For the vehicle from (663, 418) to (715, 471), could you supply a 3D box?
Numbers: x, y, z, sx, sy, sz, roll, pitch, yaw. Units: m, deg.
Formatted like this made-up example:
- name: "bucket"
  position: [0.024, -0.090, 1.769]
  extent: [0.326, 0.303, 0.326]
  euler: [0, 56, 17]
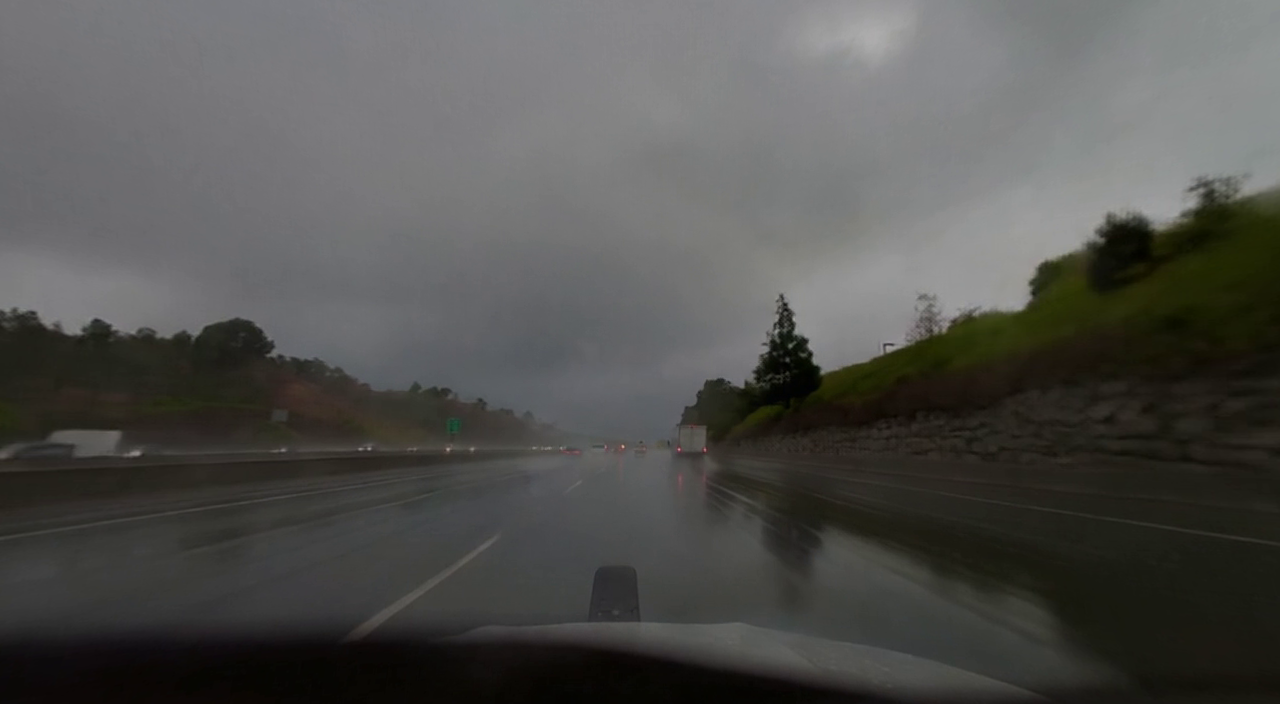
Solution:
- name: "vehicle"
  position: [3.148, 6.267, 42.483]
  extent: [2.795, 3.187, 7.205]
  euler: [-1, -9, -1]
